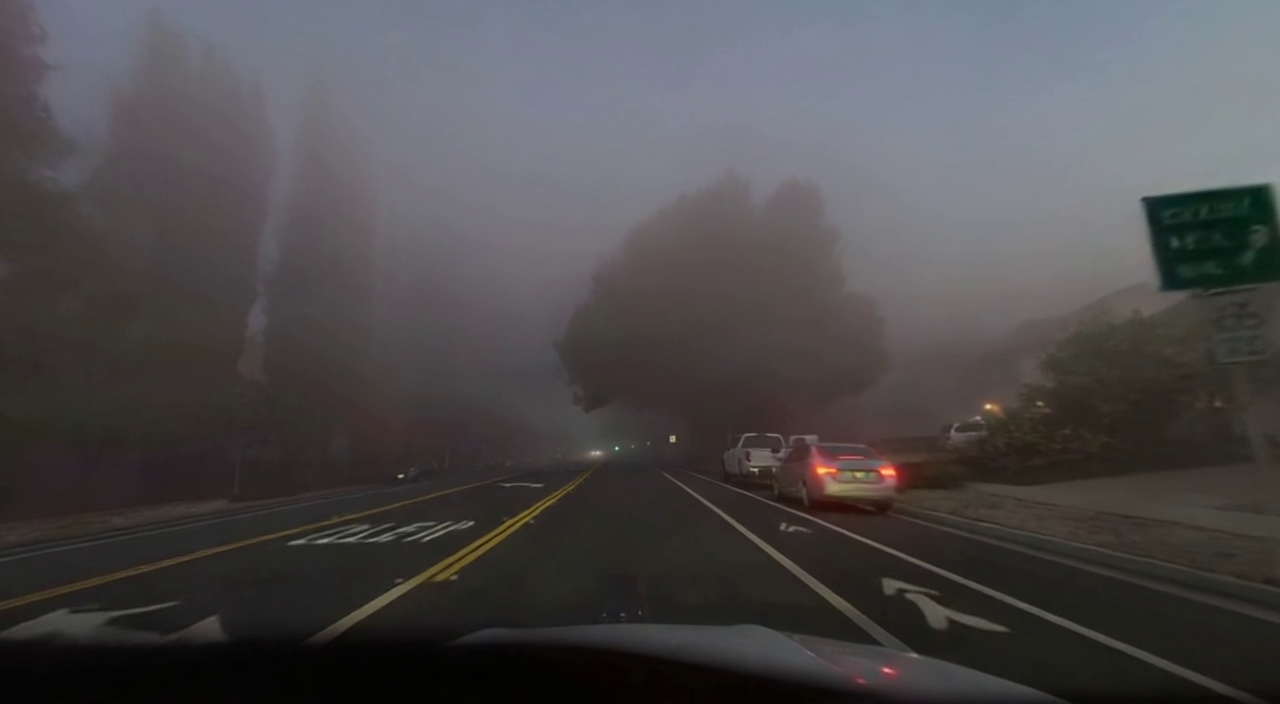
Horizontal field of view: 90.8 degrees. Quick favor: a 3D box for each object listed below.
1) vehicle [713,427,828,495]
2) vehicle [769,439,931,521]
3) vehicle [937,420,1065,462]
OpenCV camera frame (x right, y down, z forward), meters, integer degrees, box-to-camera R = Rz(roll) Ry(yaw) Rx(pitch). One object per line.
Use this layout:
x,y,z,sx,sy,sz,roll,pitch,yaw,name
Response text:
3.971,3.471,20.500,2.293,1.858,5.868,0,-9,-2,vehicle
4.319,2.690,13.835,1.919,1.474,4.370,0,-9,-2,vehicle
16.352,4.069,28.808,4.524,1.805,2.067,-1,-9,0,vehicle
